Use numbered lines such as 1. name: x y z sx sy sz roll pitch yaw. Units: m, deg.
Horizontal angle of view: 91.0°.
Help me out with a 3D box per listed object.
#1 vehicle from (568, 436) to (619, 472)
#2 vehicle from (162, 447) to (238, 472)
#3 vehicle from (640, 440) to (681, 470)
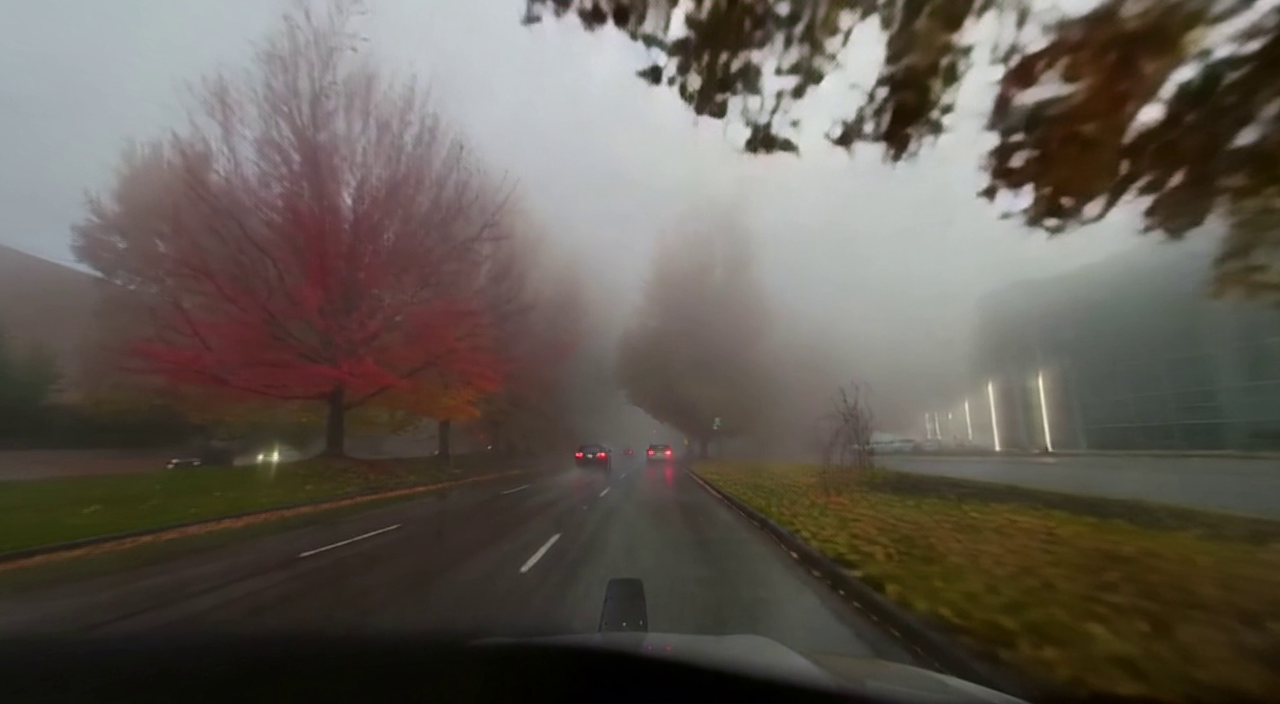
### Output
1. vehicle: -2.313 5.215 32.282 2.197 1.709 4.069 0 -8 1
2. vehicle: -33.202 8.072 47.679 1.982 1.759 4.837 -1 -8 3
3. vehicle: 1.089 5.412 33.331 2.040 1.493 3.682 0 -8 1
